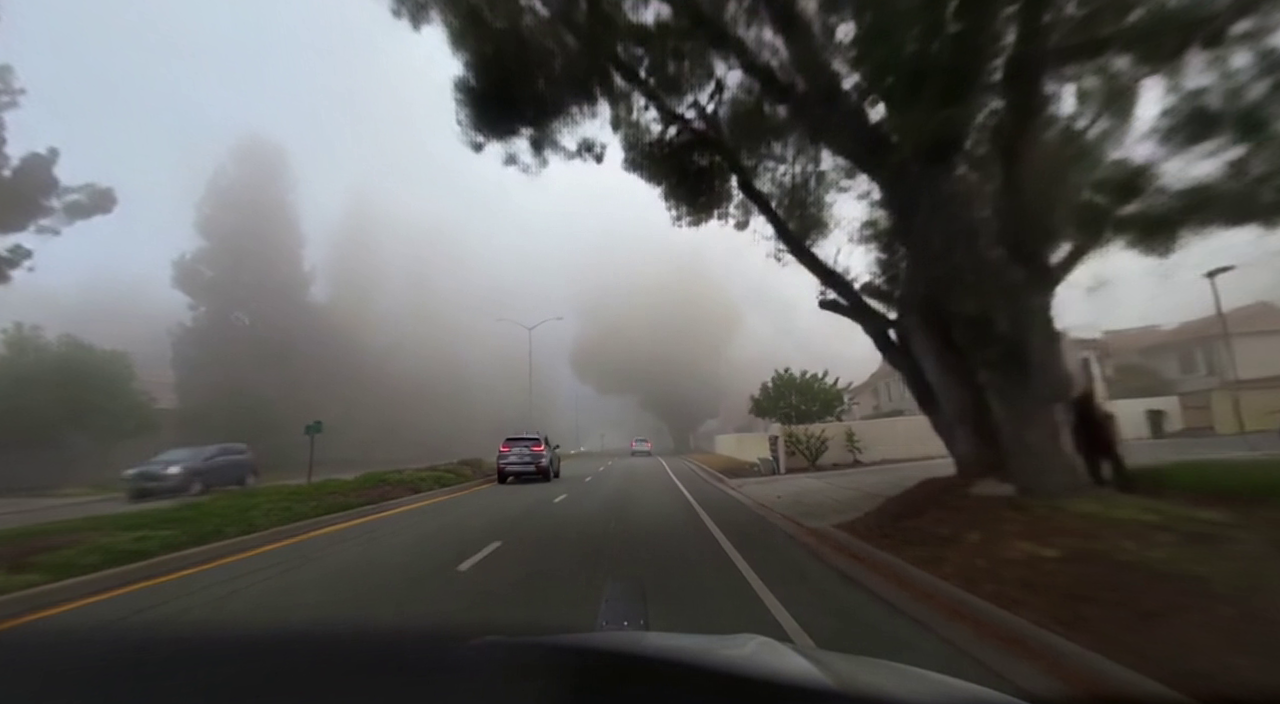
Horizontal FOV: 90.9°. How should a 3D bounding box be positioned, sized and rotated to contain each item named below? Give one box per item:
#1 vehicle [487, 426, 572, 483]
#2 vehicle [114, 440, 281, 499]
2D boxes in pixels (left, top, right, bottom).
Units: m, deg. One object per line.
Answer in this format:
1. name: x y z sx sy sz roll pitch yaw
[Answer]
1. vehicle: -3.659 3.505 21.788 2.073 1.770 4.302 0 -8 1
2. vehicle: -15.306 4.047 22.295 2.008 1.801 5.285 0 -8 0
